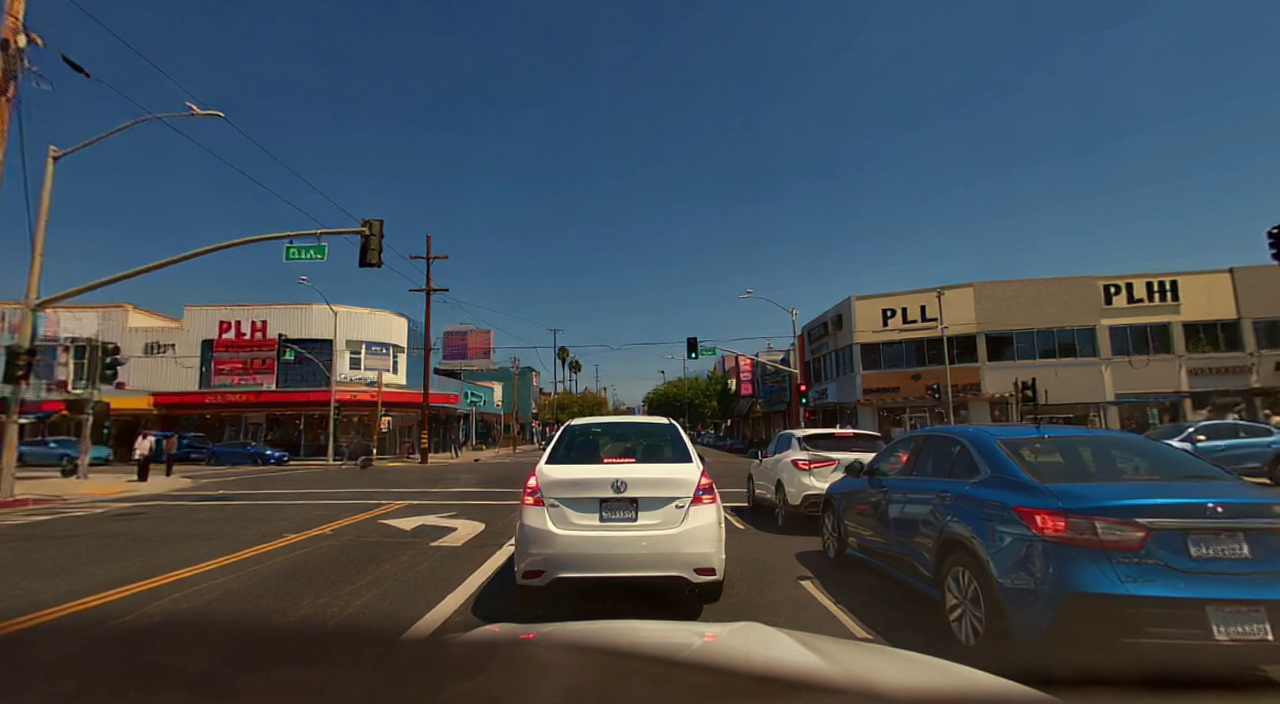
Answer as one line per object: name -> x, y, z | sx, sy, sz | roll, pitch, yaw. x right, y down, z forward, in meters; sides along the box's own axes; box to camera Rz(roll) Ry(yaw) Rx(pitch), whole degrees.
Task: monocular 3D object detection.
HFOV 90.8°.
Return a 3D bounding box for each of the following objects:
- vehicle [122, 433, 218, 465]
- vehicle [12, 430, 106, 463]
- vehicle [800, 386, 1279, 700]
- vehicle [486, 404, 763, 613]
vehicle -> -25.269, 5.212, 33.960 | 4.253, 1.570, 2.132 | -4, -9, 22
vehicle -> -30.821, 5.026, 33.520 | 4.164, 1.652, 2.087 | -4, -9, 25
vehicle -> 3.048, 1.330, 5.617 | 1.983, 1.654, 4.354 | 0, -8, -2
vehicle -> -0.124, 1.552, 7.285 | 2.123, 1.589, 4.702 | 0, -8, 0
